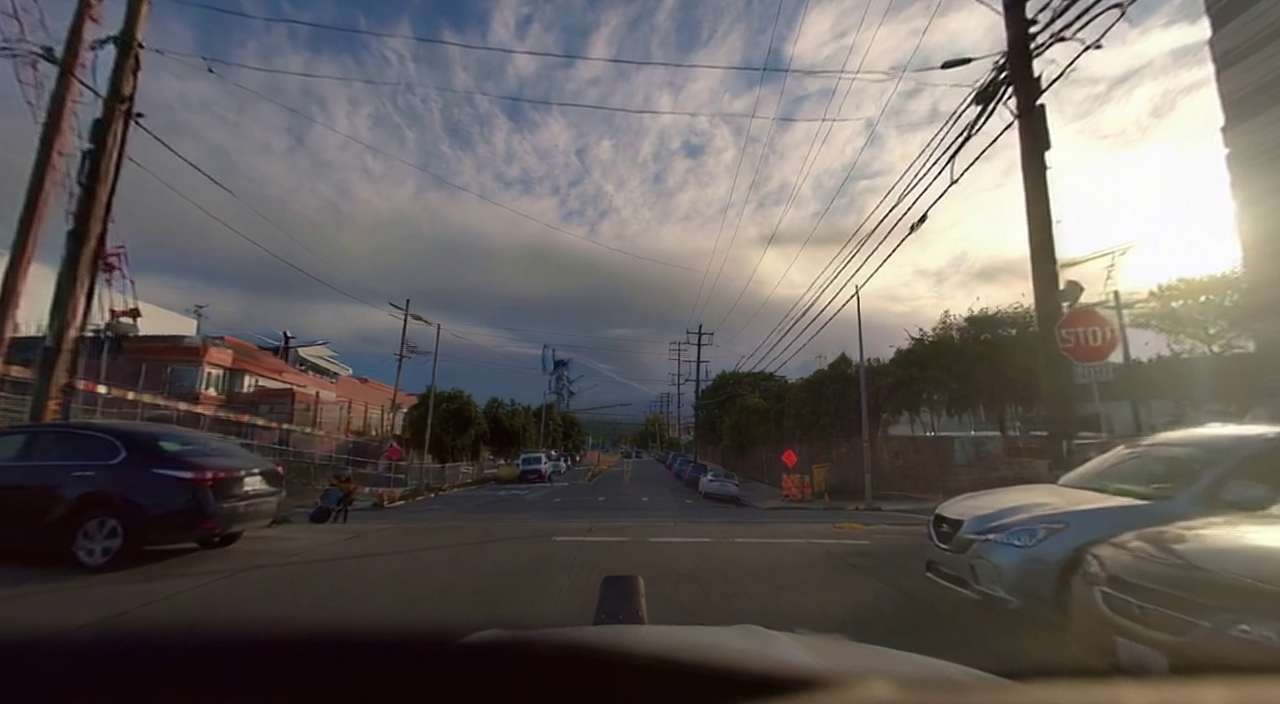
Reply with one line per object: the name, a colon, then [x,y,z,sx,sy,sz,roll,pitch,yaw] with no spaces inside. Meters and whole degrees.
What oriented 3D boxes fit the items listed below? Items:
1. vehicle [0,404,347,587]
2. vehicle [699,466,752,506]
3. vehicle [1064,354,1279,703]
vehicle: [-6.508,1.523,7.391,5.025,1.648,2.055,4,-9,-1]
vehicle: [4.408,6.975,33.283,2.007,1.804,4.136,0,-8,-3]
vehicle: [4.467,0.952,2.340,4.554,1.473,1.876,5,-11,-3]
